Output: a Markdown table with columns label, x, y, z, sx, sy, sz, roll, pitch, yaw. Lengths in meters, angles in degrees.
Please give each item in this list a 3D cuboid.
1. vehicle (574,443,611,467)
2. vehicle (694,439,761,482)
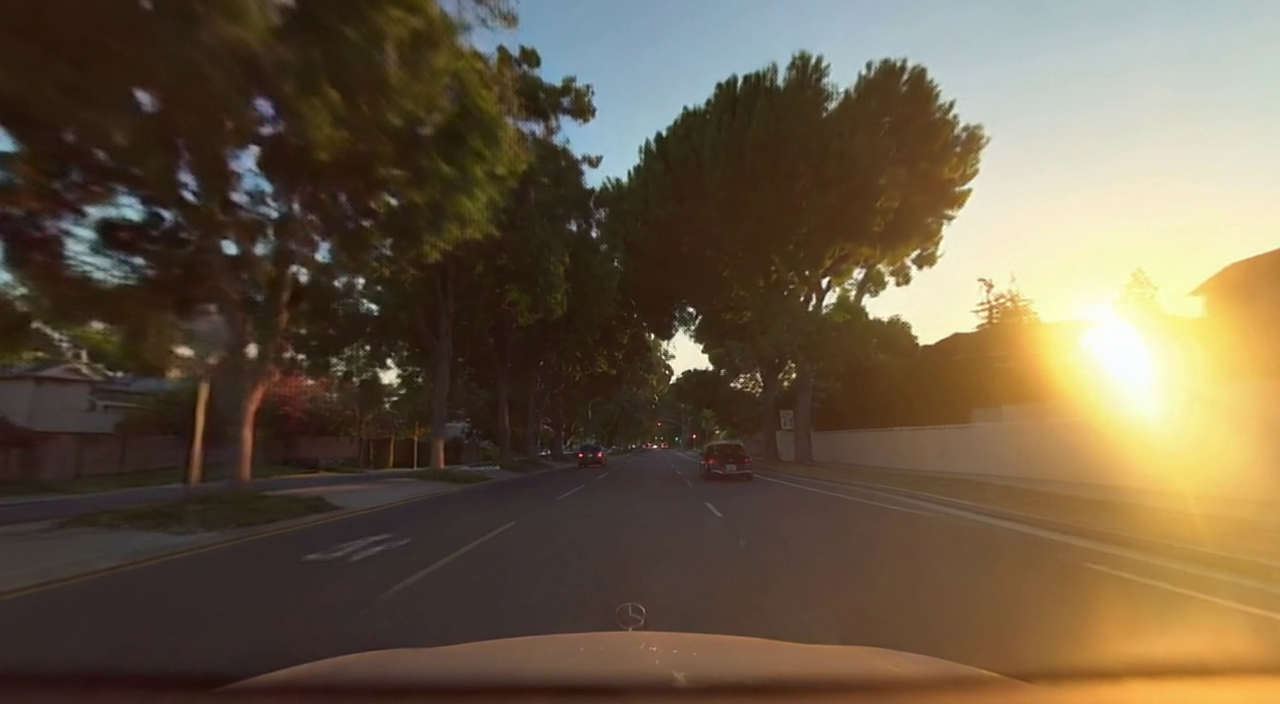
| label | x | y | z | sx | sy | sz | roll | pitch | yaw |
| --- | --- | --- | --- | --- | --- | --- | --- | --- | --- |
| vehicle | -3.104 | 6.846 | 41.868 | 2.011 | 1.480 | 4.517 | 0 | -9 | 2 |
| vehicle | 3.279 | 4.181 | 24.526 | 1.992 | 1.511 | 4.464 | 0 | -9 | 0 |
